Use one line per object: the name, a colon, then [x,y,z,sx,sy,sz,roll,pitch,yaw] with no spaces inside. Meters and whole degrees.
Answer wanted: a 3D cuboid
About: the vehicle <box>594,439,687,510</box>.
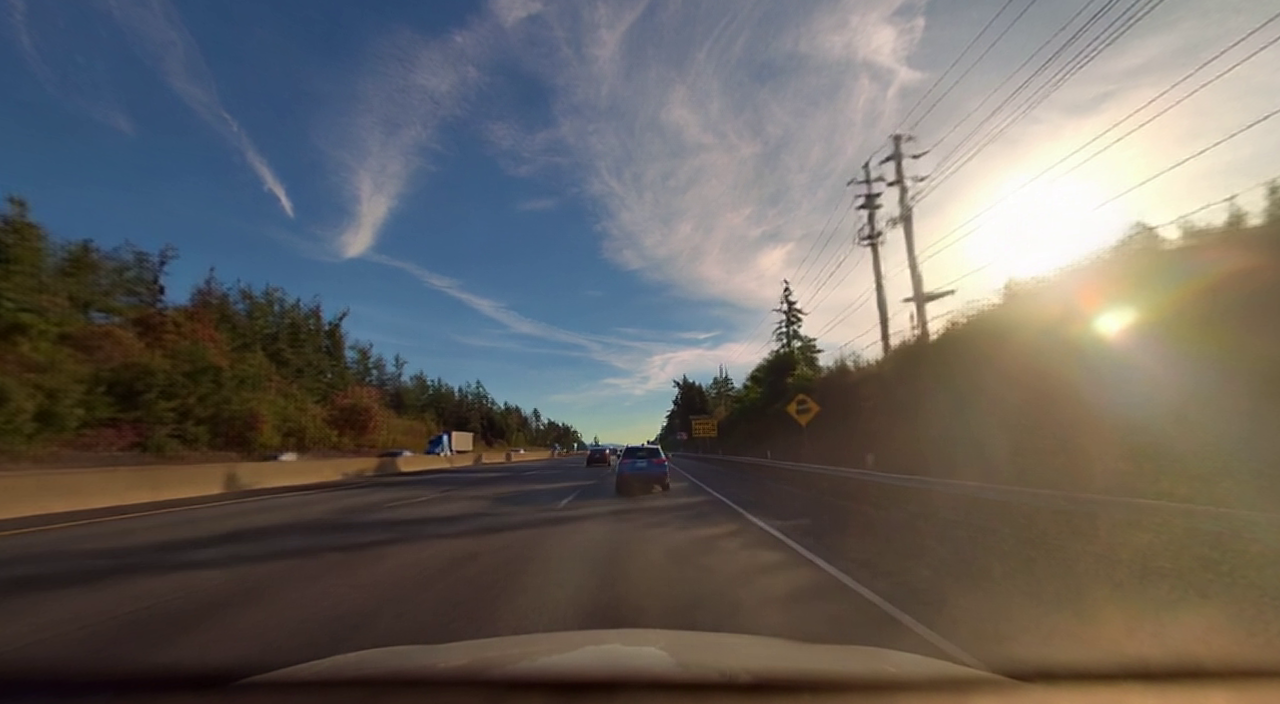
vehicle: [0.003,2.930,15.535,1.966,1.499,4.298,0,-9,0]
